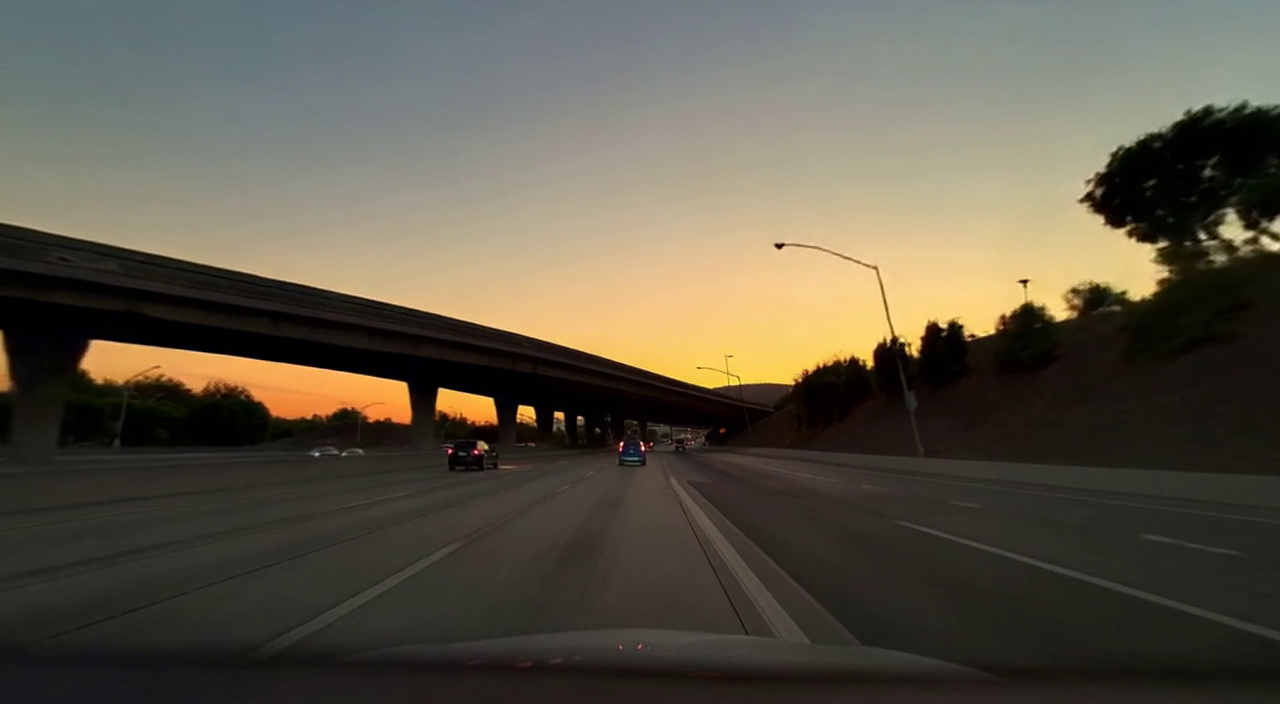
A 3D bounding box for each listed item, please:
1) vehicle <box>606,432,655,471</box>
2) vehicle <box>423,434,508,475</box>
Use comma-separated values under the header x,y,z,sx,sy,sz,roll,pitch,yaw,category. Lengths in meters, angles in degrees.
x,y,z,sx,sy,sz,roll,pitch,yaw,category
-0.378,4.709,29.879,2.155,1.690,4.318,0,-8,1,vehicle
-6.976,4.152,25.656,1.994,1.519,4.668,0,-9,1,vehicle
